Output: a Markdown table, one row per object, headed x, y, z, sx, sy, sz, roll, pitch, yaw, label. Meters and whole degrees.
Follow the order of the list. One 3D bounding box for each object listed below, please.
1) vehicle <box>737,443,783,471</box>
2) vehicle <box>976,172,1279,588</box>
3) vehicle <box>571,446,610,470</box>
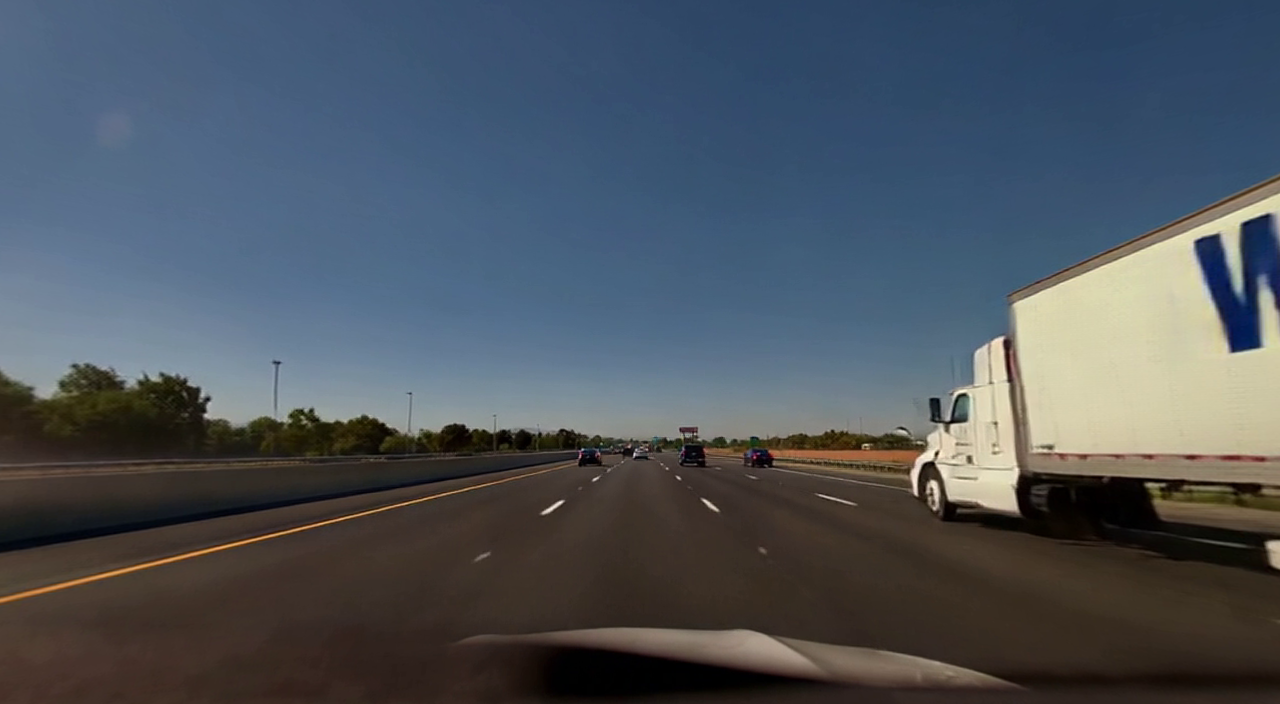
| x | y | z | sx | sy | sz | roll | pitch | yaw | label |
| --- | --- | --- | --- | --- | --- | --- | --- | --- | --- |
| 7.814 | 6.879 | 41.421 | 2.188 | 1.727 | 4.381 | 0 | -9 | 1 | vehicle |
| 7.897 | -0.057 | 4.126 | 2.912 | 4.143 | 15.538 | 0 | -9 | 0 | vehicle |
| -3.329 | 7.231 | 43.142 | 2.164 | 1.507 | 4.748 | 0 | -9 | 2 | vehicle |
